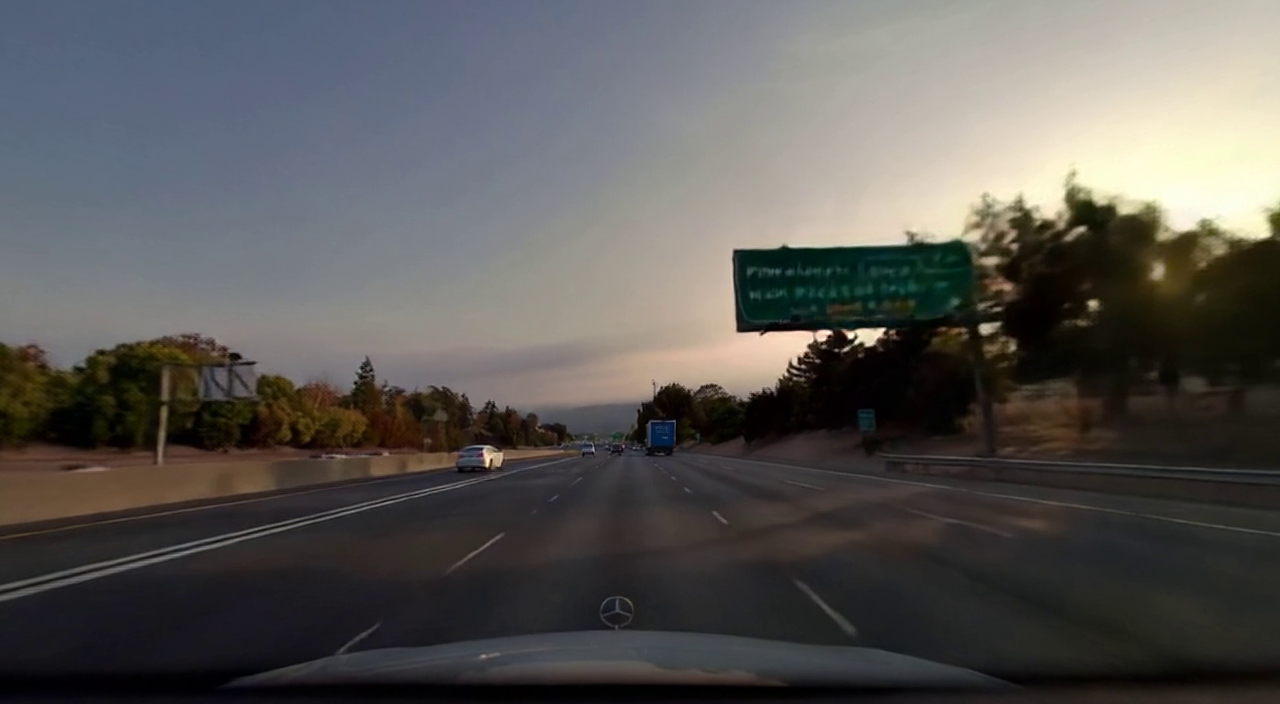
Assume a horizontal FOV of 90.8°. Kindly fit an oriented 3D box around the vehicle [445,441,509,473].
[{"bbox_3d":[-8.104,5.267,31.886,2.033,1.494,4.508,0,-8,0],"label":"vehicle"}]
